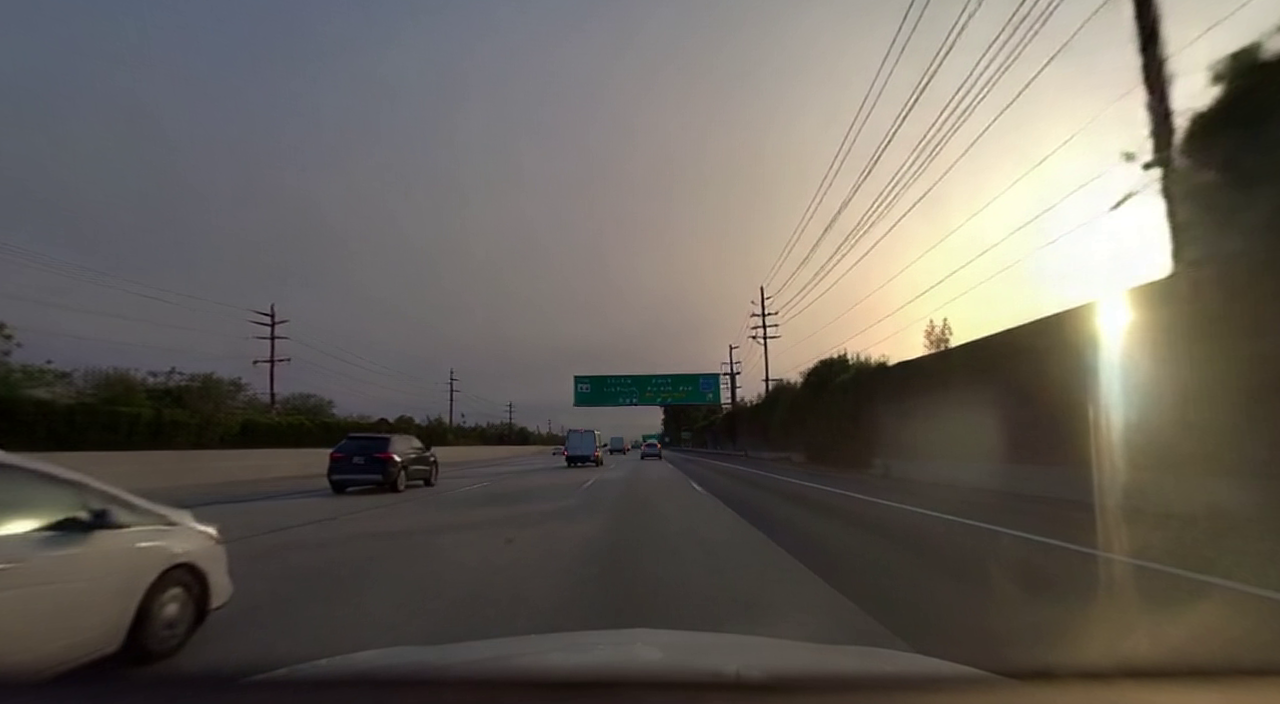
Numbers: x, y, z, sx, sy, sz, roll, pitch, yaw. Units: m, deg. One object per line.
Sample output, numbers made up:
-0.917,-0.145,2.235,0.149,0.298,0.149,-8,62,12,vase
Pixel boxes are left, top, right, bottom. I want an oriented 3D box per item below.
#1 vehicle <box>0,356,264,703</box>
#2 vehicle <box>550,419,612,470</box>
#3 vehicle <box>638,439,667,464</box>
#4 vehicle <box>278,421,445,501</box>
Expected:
-3.858,0.843,2.614,1.976,1.688,4.124,0,-9,0,vehicle
-3.553,5.970,40.481,2.915,2.885,9.394,0,-9,1,vehicle
0.962,7.304,46.228,2.038,1.677,4.219,0,-9,2,vehicle
-7.427,2.993,17.610,2.192,1.893,5.330,0,-9,0,vehicle
